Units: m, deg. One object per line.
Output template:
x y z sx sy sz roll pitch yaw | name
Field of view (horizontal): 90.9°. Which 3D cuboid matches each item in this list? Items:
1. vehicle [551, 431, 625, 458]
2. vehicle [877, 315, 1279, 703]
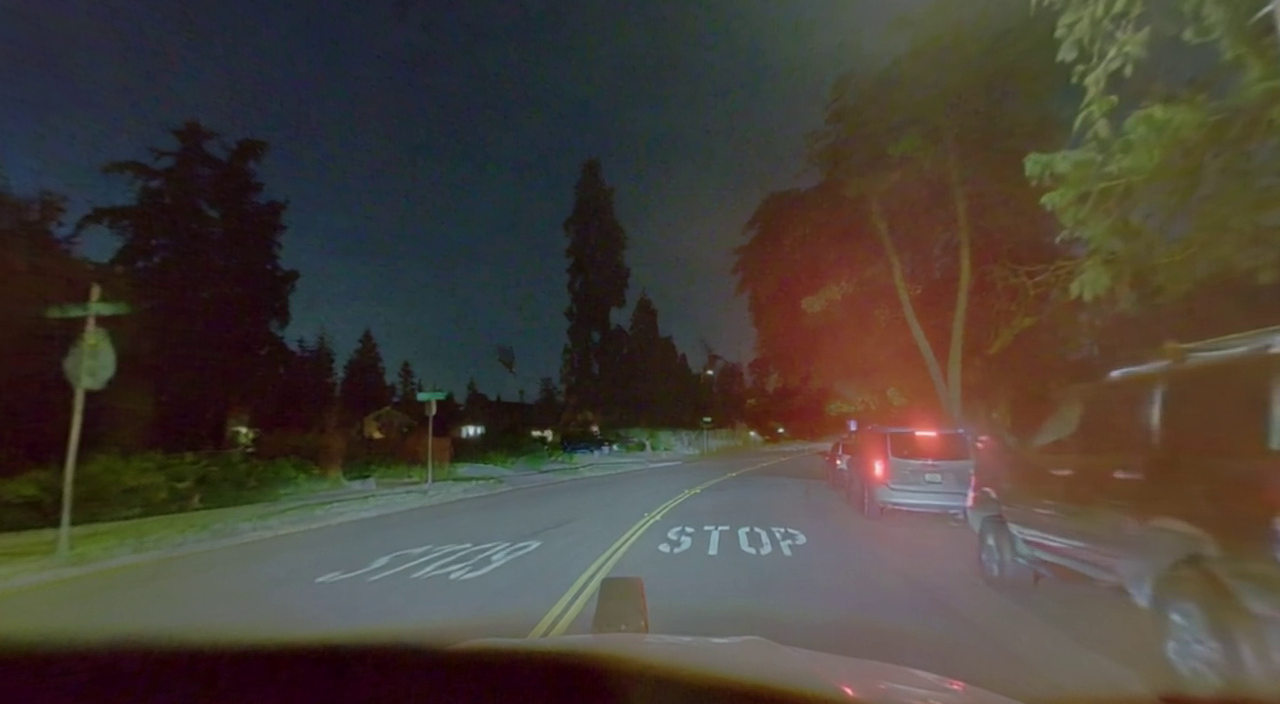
-3.713 6.626 45.027 4.870 1.813 1.910 -3 -9 18 | vehicle
3.468 1.008 3.792 2.692 1.649 4.689 -1 -8 6 | vehicle
